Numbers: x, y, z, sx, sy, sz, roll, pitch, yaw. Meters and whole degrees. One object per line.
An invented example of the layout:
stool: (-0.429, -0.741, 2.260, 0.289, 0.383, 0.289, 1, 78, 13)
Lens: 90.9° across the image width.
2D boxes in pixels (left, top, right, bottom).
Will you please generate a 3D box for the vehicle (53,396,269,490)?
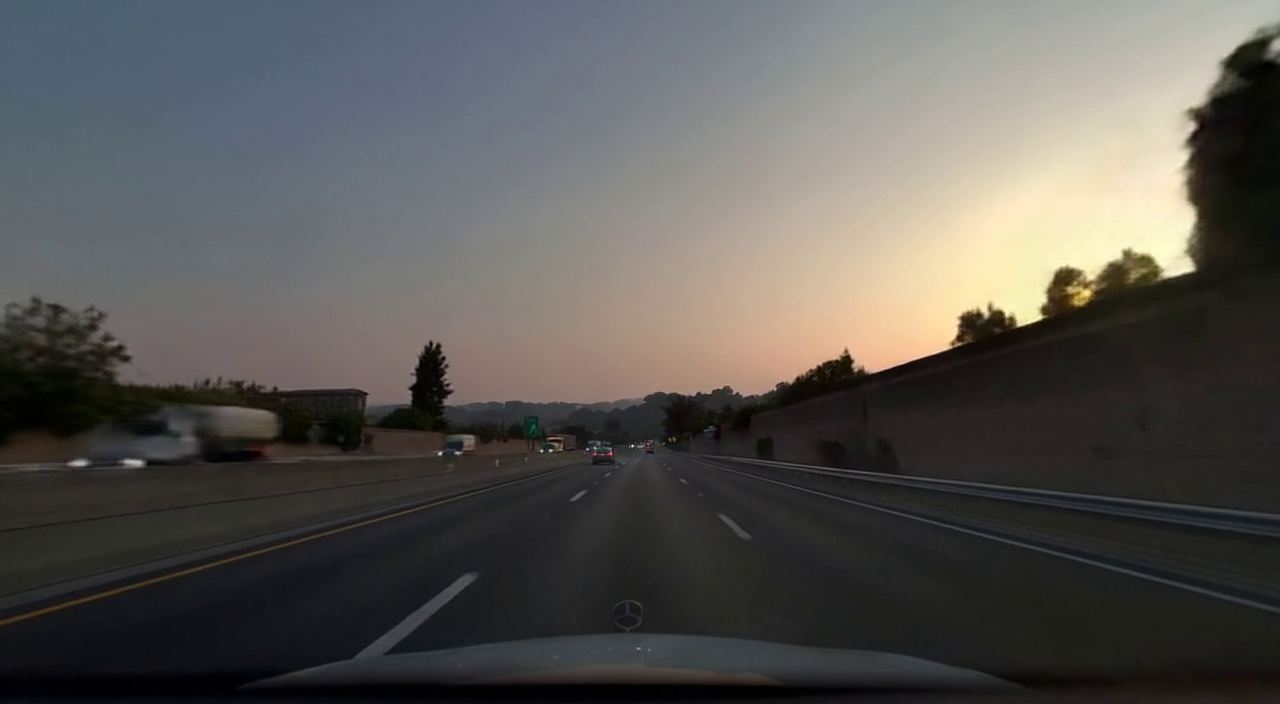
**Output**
vehicle: (-18.162, 3.611, 24.762, 2.576, 3.132, 7.322, 0, -9, 0)

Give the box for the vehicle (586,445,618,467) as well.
vehicle: (-2.679, 7.556, 45.966, 1.991, 1.473, 4.707, 0, -9, 1)
